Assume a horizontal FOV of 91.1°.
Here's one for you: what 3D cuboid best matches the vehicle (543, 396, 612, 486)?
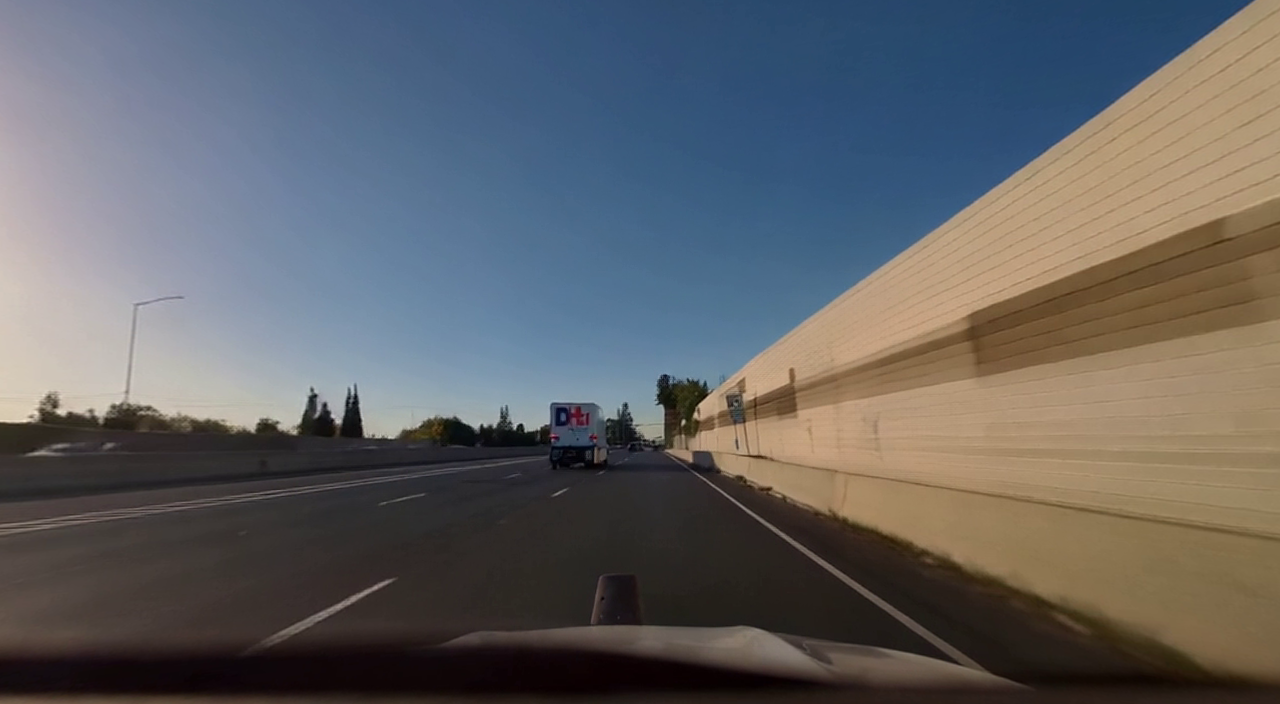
[{"bbox_3d":[-3.107,4.734,33.864,2.796,4.184,8.554,1,-8,0],"label":"vehicle"}]
